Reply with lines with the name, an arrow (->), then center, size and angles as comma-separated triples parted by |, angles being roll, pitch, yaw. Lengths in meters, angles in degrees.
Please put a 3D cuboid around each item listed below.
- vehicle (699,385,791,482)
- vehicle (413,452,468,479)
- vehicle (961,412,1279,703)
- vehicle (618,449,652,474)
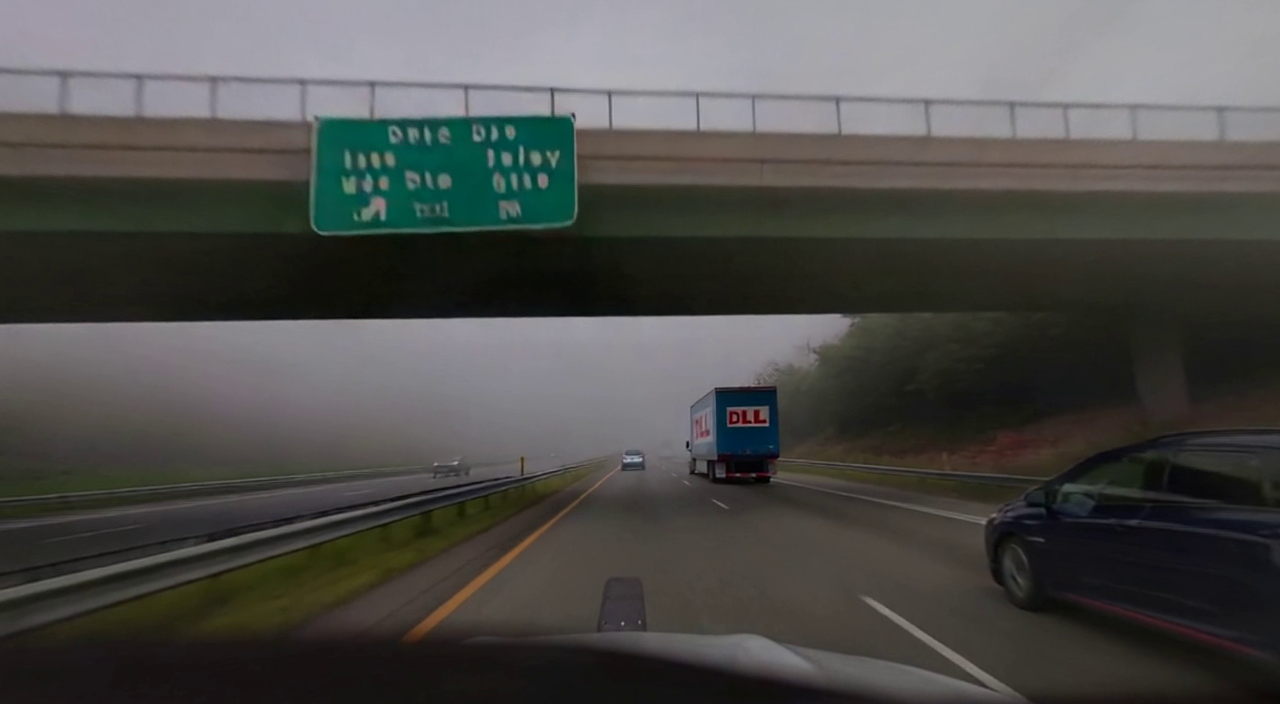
vehicle -> 4.701, 3.987, 30.107 | 2.838, 3.985, 8.010 | 0, -9, -1
vehicle -> -12.589, 7.163, 40.069 | 1.960, 1.605, 4.303 | -1, -9, 2
vehicle -> 3.774, 1.087, 3.376 | 1.894, 1.452, 4.164 | 0, -9, 0
vehicle -> -0.301, 6.813, 39.356 | 2.055, 1.445, 3.661 | 0, -9, 0
